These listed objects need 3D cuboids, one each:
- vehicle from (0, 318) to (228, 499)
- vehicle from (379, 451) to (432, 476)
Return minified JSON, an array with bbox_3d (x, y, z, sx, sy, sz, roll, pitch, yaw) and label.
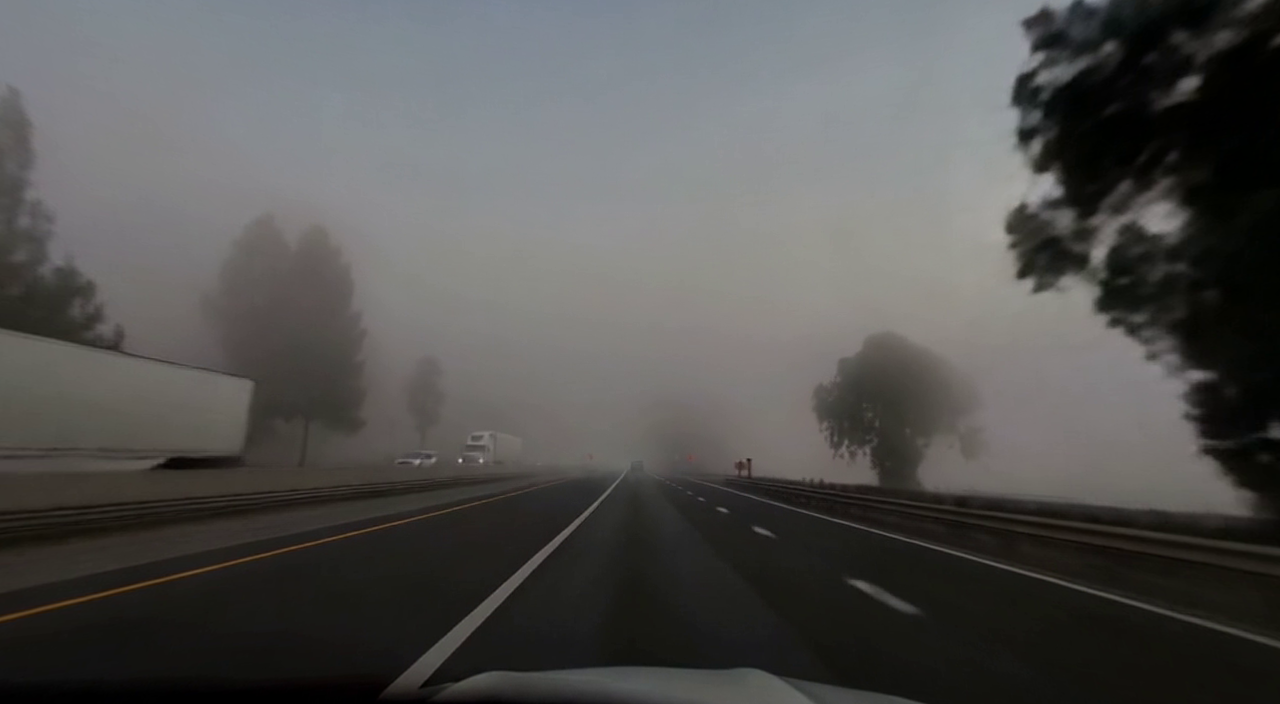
[{"bbox_3d":[-15.907,1.387,14.861,2.901,4.018,14.126,1,-10,0],"label":"vehicle"},{"bbox_3d":[-15.983,7.676,43.232,1.889,1.586,4.435,1,-10,0],"label":"vehicle"}]
